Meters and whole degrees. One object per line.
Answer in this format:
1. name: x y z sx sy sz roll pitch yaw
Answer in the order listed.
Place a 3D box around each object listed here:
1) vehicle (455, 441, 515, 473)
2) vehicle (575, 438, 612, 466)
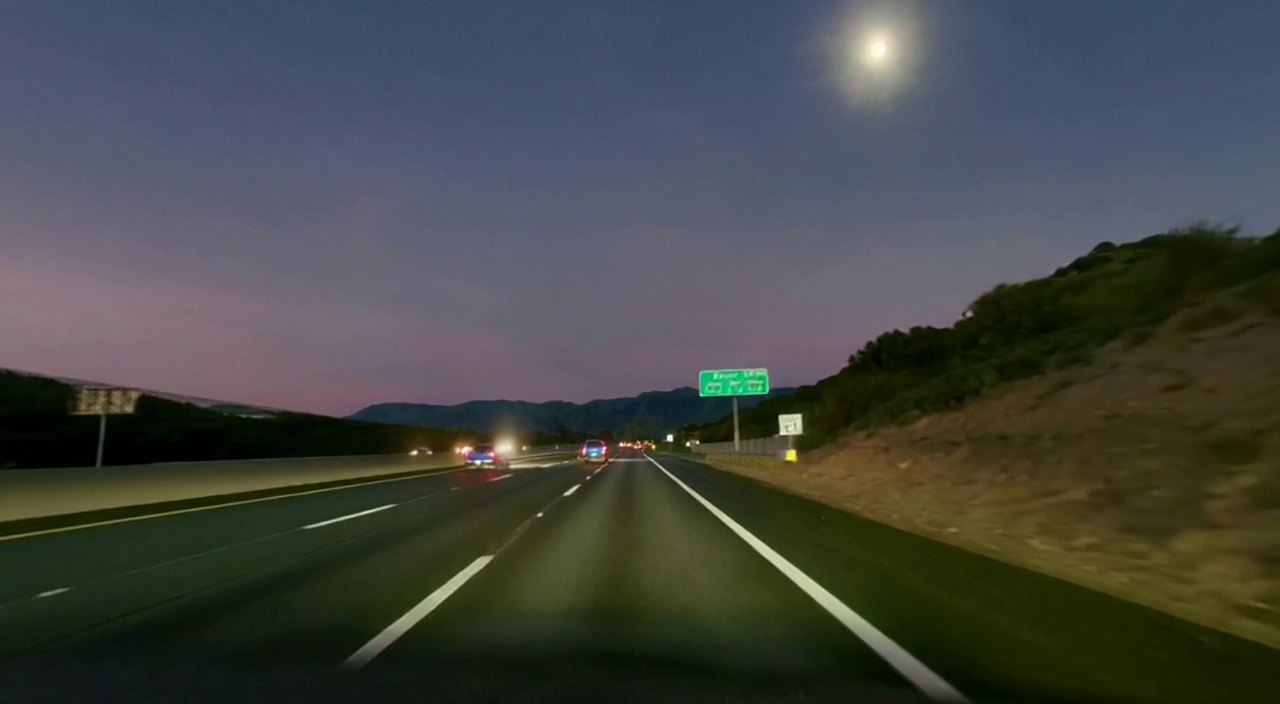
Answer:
1. vehicle: -7.802 5.323 32.286 1.930 1.508 4.567 0 -8 0
2. vehicle: -2.975 6.589 41.724 2.029 1.753 4.718 0 -8 1
